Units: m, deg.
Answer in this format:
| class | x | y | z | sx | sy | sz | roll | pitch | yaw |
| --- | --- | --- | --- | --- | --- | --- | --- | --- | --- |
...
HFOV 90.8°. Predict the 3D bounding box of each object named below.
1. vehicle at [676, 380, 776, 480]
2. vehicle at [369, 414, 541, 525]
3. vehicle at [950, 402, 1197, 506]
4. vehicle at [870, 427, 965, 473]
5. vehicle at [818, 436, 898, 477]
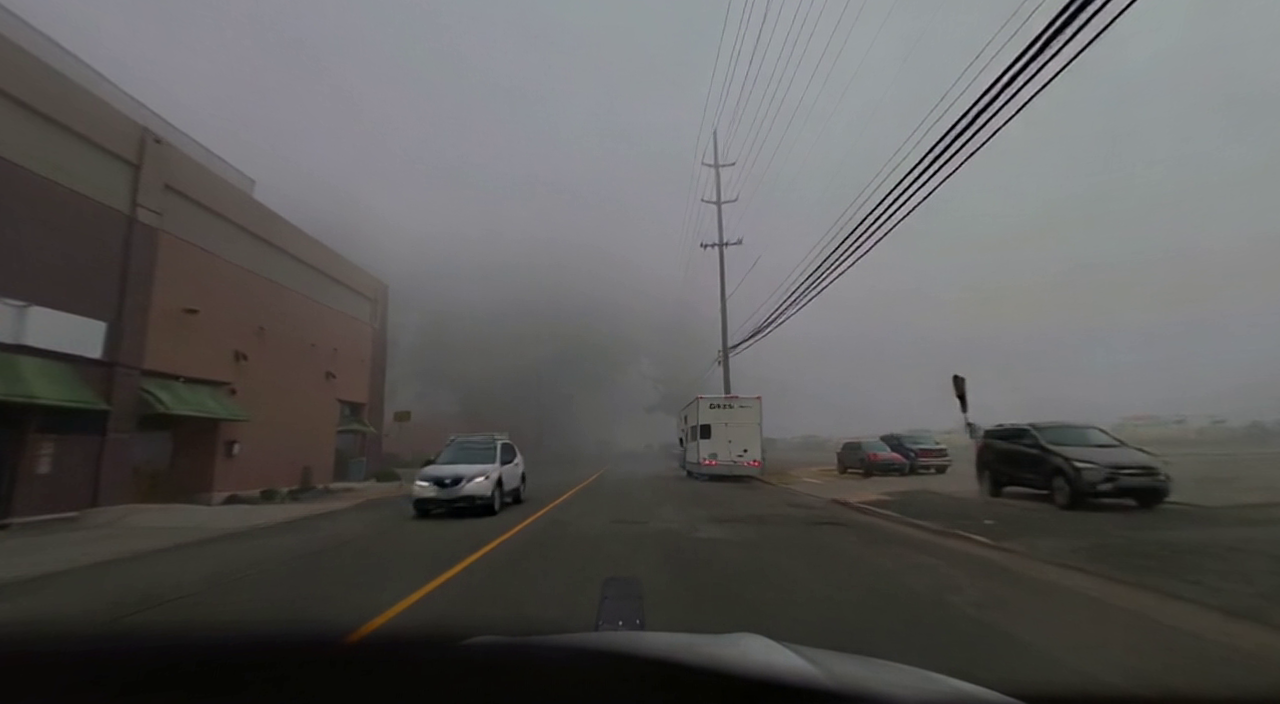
| class | x | y | z | sx | sy | sz | roll | pitch | yaw |
| --- | --- | --- | --- | --- | --- | --- | --- | --- | --- |
| vehicle | 3.752 | 3.911 | 29.883 | 3.029 | 3.860 | 7.726 | -5 | -10 | -3 |
| vehicle | -3.753 | 2.493 | 13.963 | 2.307 | 1.998 | 4.734 | 0 | -8 | 1 |
| vehicle | 9.388 | 2.276 | 14.375 | 2.111 | 1.939 | 4.756 | 0 | -8 | -1 |
| vehicle | 12.163 | 4.331 | 28.084 | 2.022 | 1.849 | 4.509 | 0 | -8 | -2 |
| vehicle | 9.513 | 4.594 | 27.970 | 2.039 | 1.662 | 4.304 | 0 | -8 | 1 |
